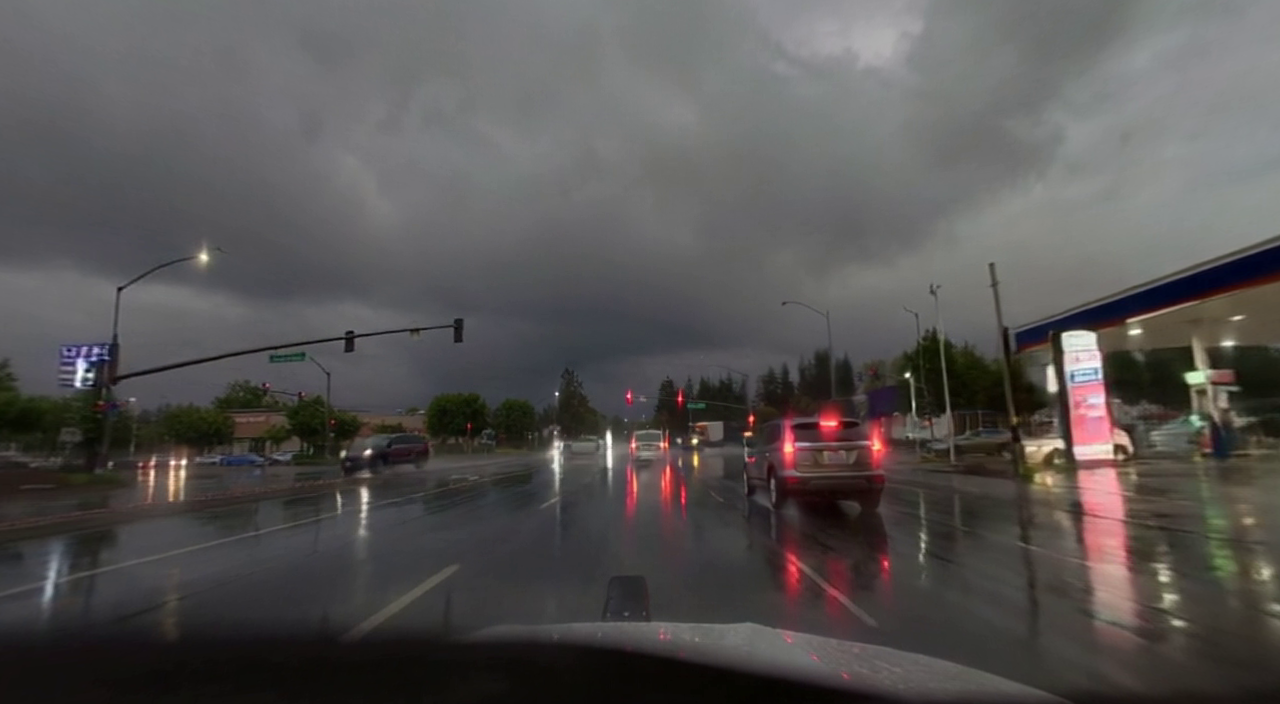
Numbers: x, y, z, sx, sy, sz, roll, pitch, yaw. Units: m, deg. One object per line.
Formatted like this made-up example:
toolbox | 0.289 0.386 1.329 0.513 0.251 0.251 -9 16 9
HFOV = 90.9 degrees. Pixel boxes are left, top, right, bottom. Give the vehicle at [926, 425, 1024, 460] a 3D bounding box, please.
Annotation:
vehicle | 16.933 4.596 31.995 3.848 1.674 1.887 0 -9 2

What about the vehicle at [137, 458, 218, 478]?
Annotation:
vehicle | -35.639 8.916 48.609 4.753 1.478 1.846 0 -8 0

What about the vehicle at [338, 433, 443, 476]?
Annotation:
vehicle | -12.472 5.164 32.005 2.191 1.984 5.431 -2 -9 13

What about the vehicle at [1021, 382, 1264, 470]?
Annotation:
vehicle | 16.241 2.462 20.661 5.790 2.675 2.554 1 -9 -4

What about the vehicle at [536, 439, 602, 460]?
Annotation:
vehicle | -5.382 7.476 48.364 4.788 1.485 1.835 7 -11 -39

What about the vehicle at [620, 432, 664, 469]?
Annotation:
vehicle | 0.136 4.937 31.753 2.067 1.702 3.987 0 -8 1

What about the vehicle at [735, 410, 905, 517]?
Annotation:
vehicle | 3.344 2.185 12.778 2.083 1.779 4.347 0 -8 -1

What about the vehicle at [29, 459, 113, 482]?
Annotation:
vehicle | -44.067 9.182 48.873 4.574 1.666 1.865 0 -8 -3
